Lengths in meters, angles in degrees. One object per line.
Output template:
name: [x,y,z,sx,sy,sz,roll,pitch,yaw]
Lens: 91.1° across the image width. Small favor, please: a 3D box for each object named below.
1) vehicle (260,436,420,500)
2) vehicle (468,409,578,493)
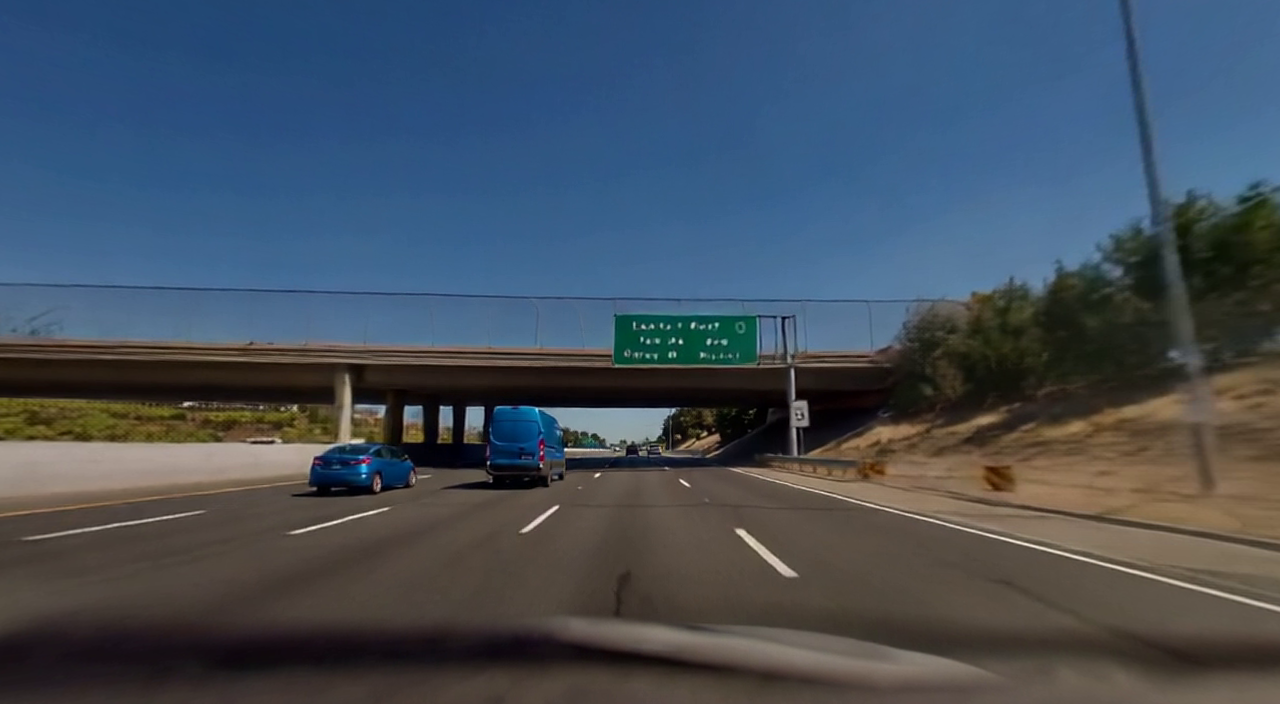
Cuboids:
vehicle: [-7.938,3.103,17.262,1.987,1.490,4.781,0,-8,1]
vehicle: [-3.462,3.106,19.901,2.372,2.248,5.393,0,-8,1]
